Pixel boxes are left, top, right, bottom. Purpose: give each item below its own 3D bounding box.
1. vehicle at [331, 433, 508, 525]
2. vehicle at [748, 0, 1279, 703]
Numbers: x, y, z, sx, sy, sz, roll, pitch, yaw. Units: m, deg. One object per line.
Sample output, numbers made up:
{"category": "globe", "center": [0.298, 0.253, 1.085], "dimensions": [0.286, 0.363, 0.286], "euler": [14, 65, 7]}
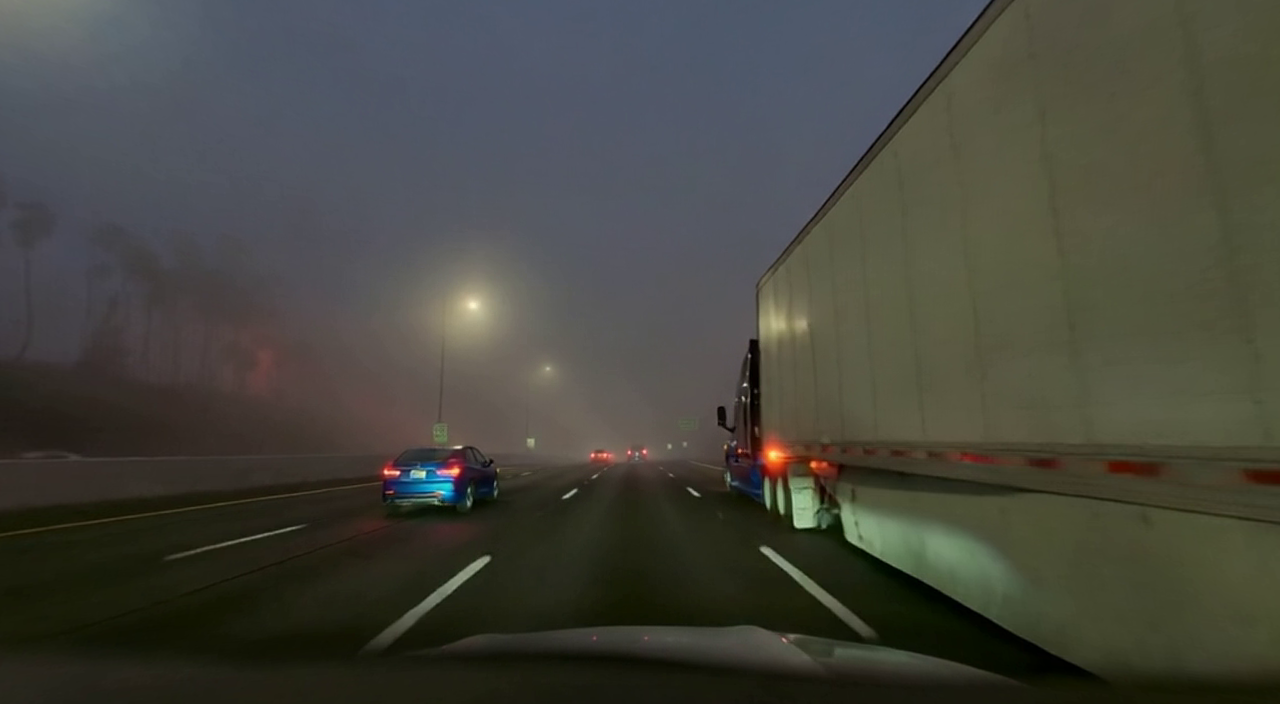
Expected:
{"category": "vehicle", "center": [-4.187, 2.470, 12.820], "dimensions": [2.120, 1.537, 4.139], "euler": [0, -8, -1]}
{"category": "vehicle", "center": [3.587, -0.215, 3.507], "dimensions": [2.891, 4.123, 16.415], "euler": [0, -8, -1]}
